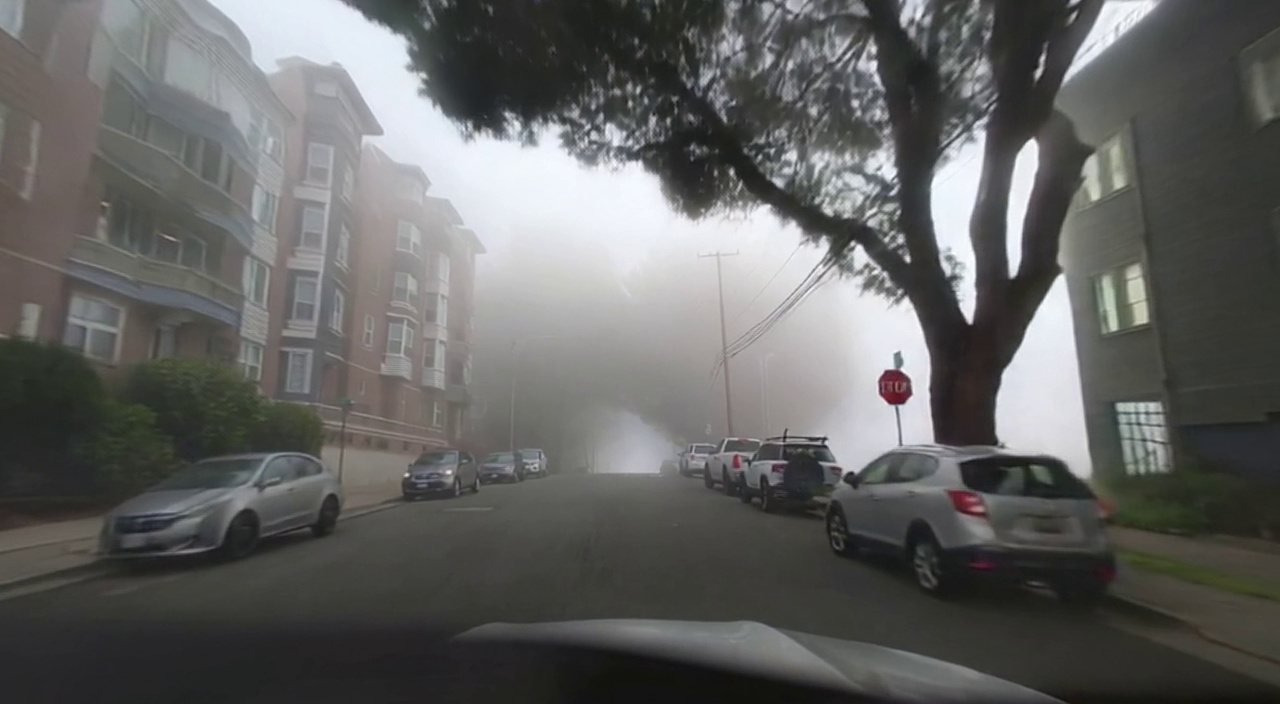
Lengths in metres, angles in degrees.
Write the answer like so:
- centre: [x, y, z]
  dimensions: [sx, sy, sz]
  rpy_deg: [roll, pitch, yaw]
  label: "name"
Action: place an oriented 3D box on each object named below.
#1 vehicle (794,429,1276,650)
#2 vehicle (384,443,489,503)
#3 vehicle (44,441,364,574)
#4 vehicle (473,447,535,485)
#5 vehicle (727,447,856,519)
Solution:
- centre: [3.372, 1.677, 6.953]
  dimensions: [1.948, 1.502, 5.013]
  rpy_deg: [0, -9, -2]
  label: "vehicle"
- centre: [-6.456, 3.861, 20.600]
  dimensions: [1.947, 1.707, 4.352]
  rpy_deg: [0, -9, 0]
  label: "vehicle"
- centre: [-6.456, 2.291, 10.197]
  dimensions: [2.100, 1.640, 4.341]
  rpy_deg: [0, -9, -1]
  label: "vehicle"
- centre: [-6.477, 5.461, 30.574]
  dimensions: [2.069, 1.647, 4.359]
  rpy_deg: [-1, -9, 0]
  label: "vehicle"
- centre: [3.506, 3.100, 15.619]
  dimensions: [1.925, 1.489, 4.655]
  rpy_deg: [0, -9, -2]
  label: "vehicle"
